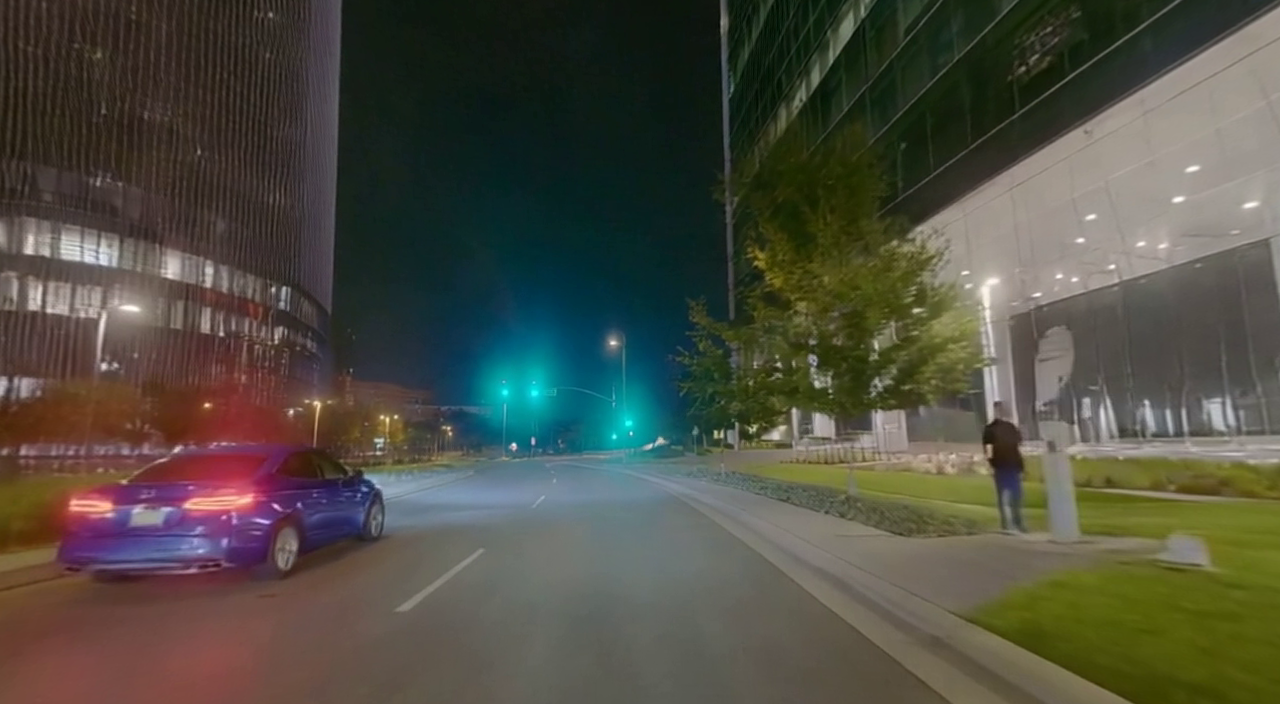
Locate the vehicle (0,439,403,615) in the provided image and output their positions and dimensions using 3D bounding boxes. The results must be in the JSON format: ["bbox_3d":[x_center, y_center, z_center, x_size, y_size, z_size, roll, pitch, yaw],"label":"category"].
[{"bbox_3d":[-4.799,1.853,7.745,2.045,1.479,4.616,0,-9,-1],"label":"vehicle"}]
